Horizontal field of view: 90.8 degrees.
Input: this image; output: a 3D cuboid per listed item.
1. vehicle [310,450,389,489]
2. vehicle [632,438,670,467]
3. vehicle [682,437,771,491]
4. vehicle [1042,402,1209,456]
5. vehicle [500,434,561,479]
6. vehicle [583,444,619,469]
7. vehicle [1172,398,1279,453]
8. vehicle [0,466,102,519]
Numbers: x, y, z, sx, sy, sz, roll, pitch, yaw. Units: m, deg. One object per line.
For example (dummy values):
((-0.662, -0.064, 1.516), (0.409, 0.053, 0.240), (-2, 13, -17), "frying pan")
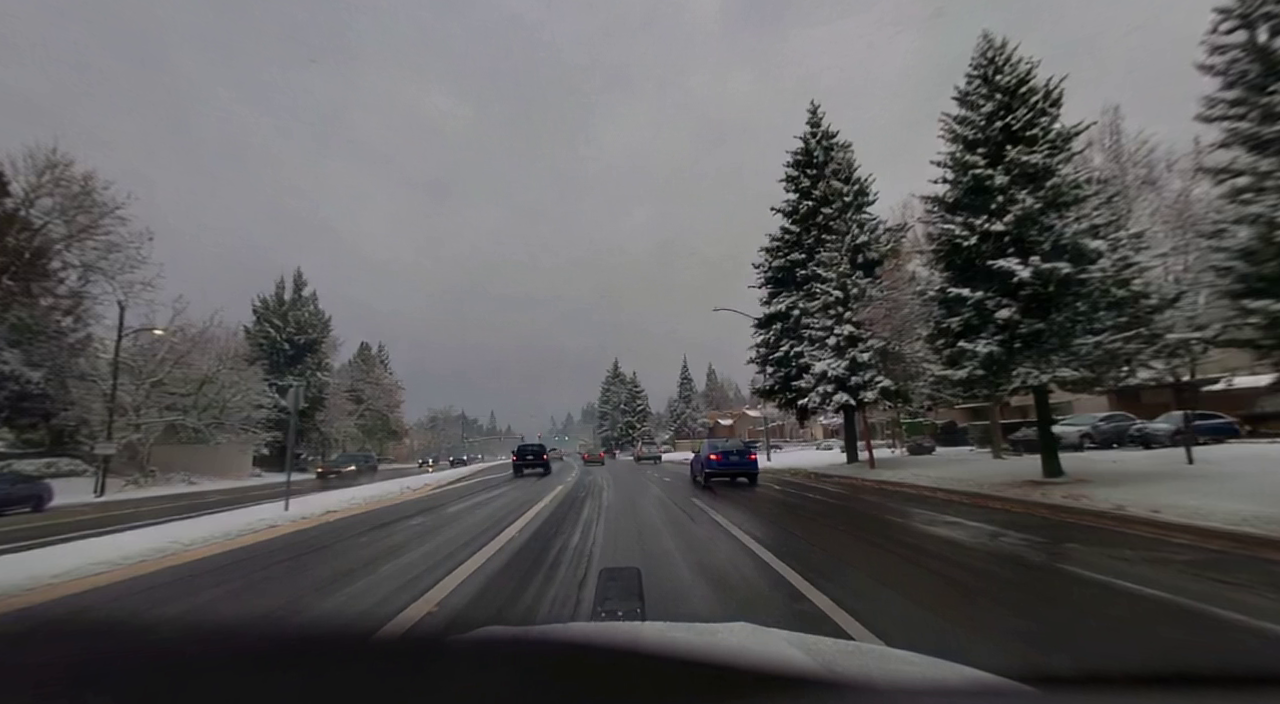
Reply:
((-13.484, 5.438, 29.617), (1.867, 1.609, 4.175), (0, -8, -3), "vehicle")
((0.698, 6.962, 43.903), (2.099, 1.845, 4.363), (1, -8, -7), "vehicle")
((2.523, 3.405, 19.545), (1.884, 1.463, 4.195), (0, -8, -4), "vehicle")
((18.299, 2.949, 23.911), (4.960, 1.906, 2.014), (1, -8, -10), "vehicle")
((-4.793, 4.641, 28.307), (2.218, 1.829, 4.492), (0, -8, -4), "vehicle")
((-2.459, 6.441, 39.150), (2.030, 1.477, 4.330), (1, -8, -6), "vehicle")
((23.678, 2.834, 24.651), (4.182, 1.698, 1.893), (-4, -12, -9), "vehicle")
((-20.604, 4.571, 20.760), (1.846, 1.487, 4.601), (0, -8, -2), "vehicle")
